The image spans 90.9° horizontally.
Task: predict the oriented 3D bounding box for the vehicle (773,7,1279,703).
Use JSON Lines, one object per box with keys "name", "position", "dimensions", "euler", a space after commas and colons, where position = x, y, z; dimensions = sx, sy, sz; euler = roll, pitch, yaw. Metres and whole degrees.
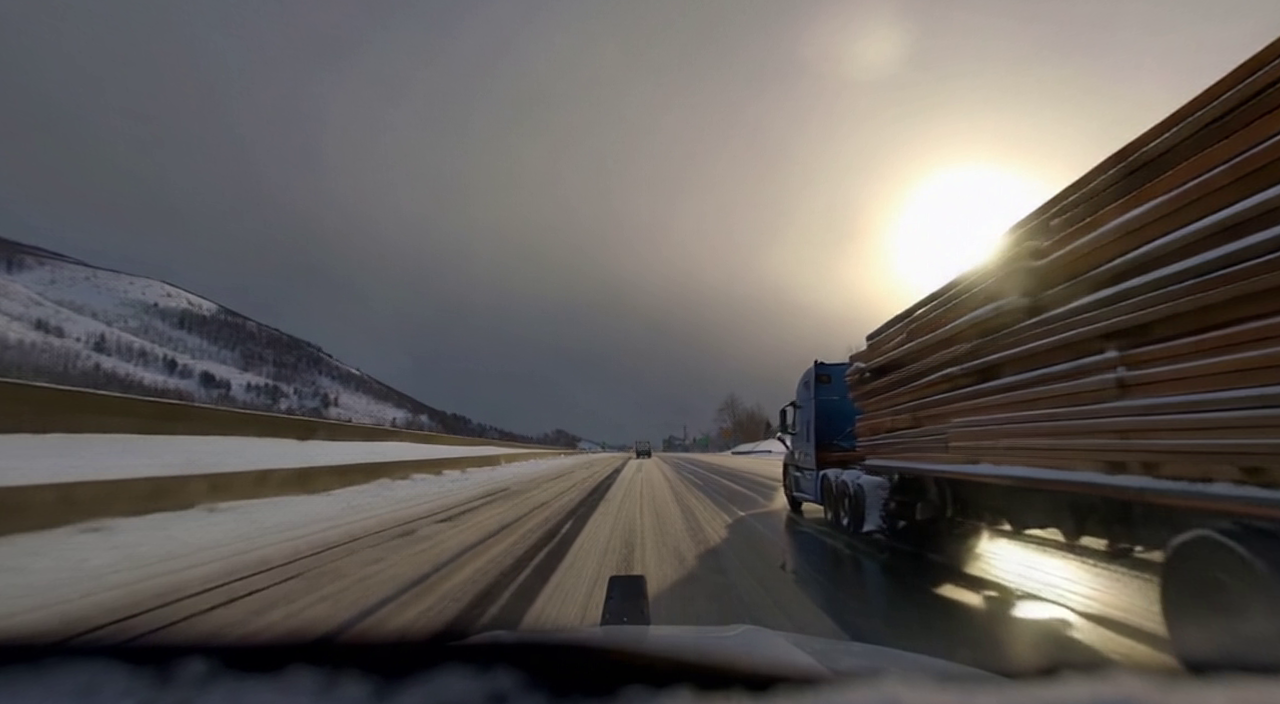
{"name": "vehicle", "position": [4.074, 0.828, 6.012], "dimensions": [3.326, 3.089, 10.642], "euler": [-1, -9, 0]}
